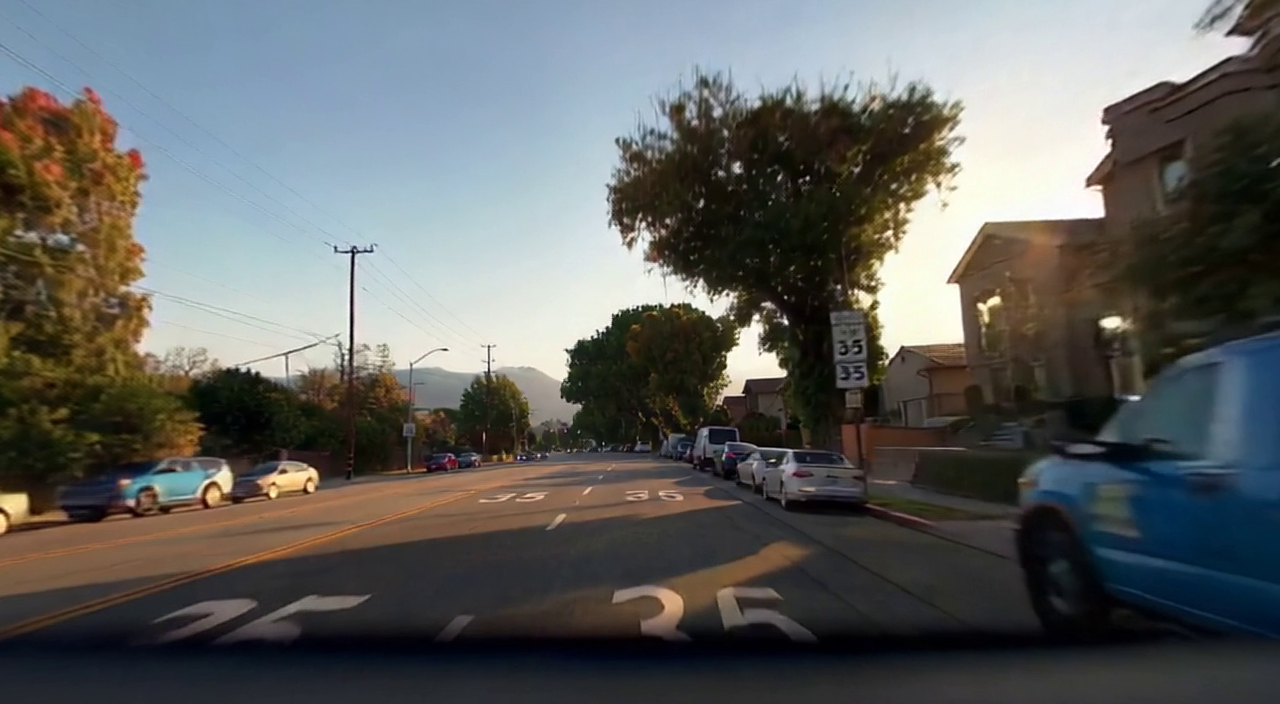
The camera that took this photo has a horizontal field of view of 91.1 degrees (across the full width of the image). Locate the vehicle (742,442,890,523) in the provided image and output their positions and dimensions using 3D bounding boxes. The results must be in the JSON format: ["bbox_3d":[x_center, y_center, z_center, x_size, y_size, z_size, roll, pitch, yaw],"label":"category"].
[{"bbox_3d":[3.495,2.662,13.409,1.827,1.422,4.340,0,-8,-1],"label":"vehicle"}]

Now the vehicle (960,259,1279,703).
[{"bbox_3d":[3.389,0.565,1.483,2.278,1.976,5.589,0,-8,0],"label":"vehicle"}]

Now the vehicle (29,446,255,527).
[{"bbox_3d":[-13.051,3.482,17.027,2.128,1.854,4.943,0,-8,-2],"label":"vehicle"}]

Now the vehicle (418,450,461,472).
[{"bbox_3d":[-15.523,8.422,48.717,1.992,1.517,4.426,0,-8,-2],"label":"vehicle"}]

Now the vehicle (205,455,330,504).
[{"bbox_3d":[-13.180,4.501,22.563,1.821,1.468,4.408,0,-8,-1],"label":"vehicle"}]
